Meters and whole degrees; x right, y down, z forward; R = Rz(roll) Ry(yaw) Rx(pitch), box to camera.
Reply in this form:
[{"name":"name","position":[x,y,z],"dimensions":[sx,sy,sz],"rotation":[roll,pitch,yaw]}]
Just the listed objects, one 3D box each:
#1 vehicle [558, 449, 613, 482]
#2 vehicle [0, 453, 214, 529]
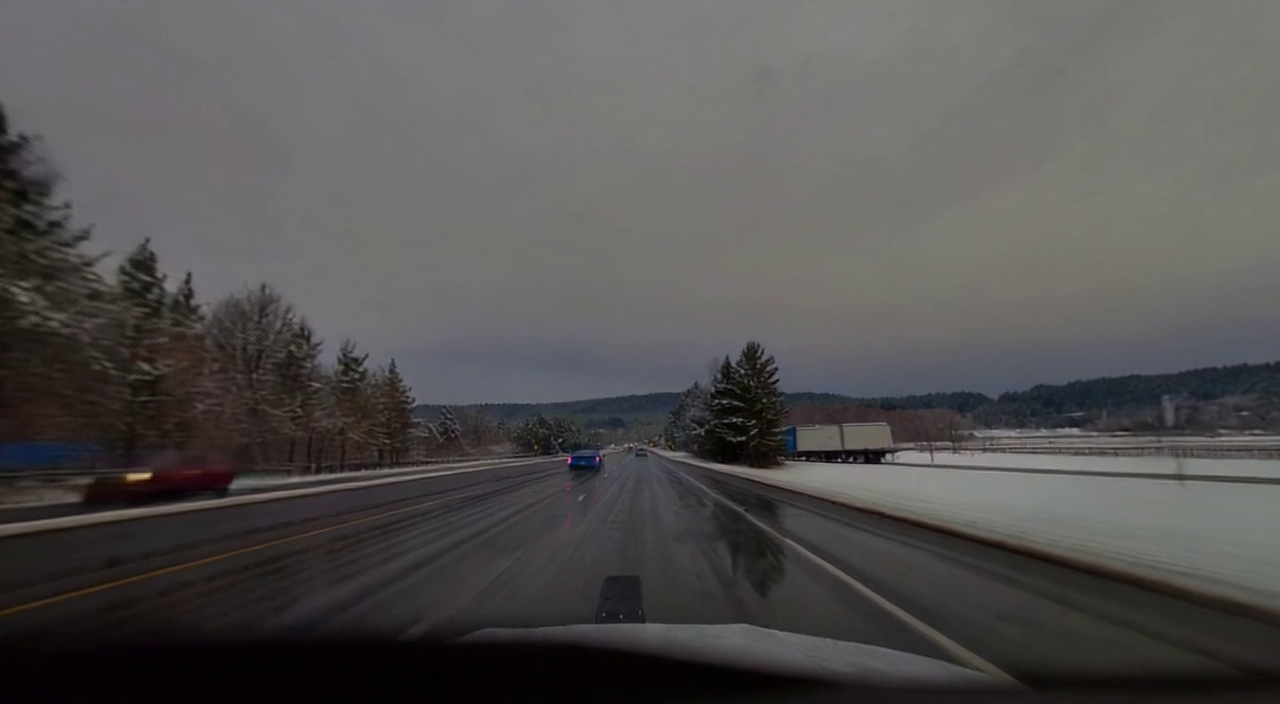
[{"name":"vehicle","position":[-2.585,5.543,31.130],"dimensions":[2.170,1.451,4.584],"rotation":[0,-9,2]},{"name":"vehicle","position":[-12.400,3.184,15.019],"dimensions":[1.783,1.520,3.915],"rotation":[0,-9,-1]}]
